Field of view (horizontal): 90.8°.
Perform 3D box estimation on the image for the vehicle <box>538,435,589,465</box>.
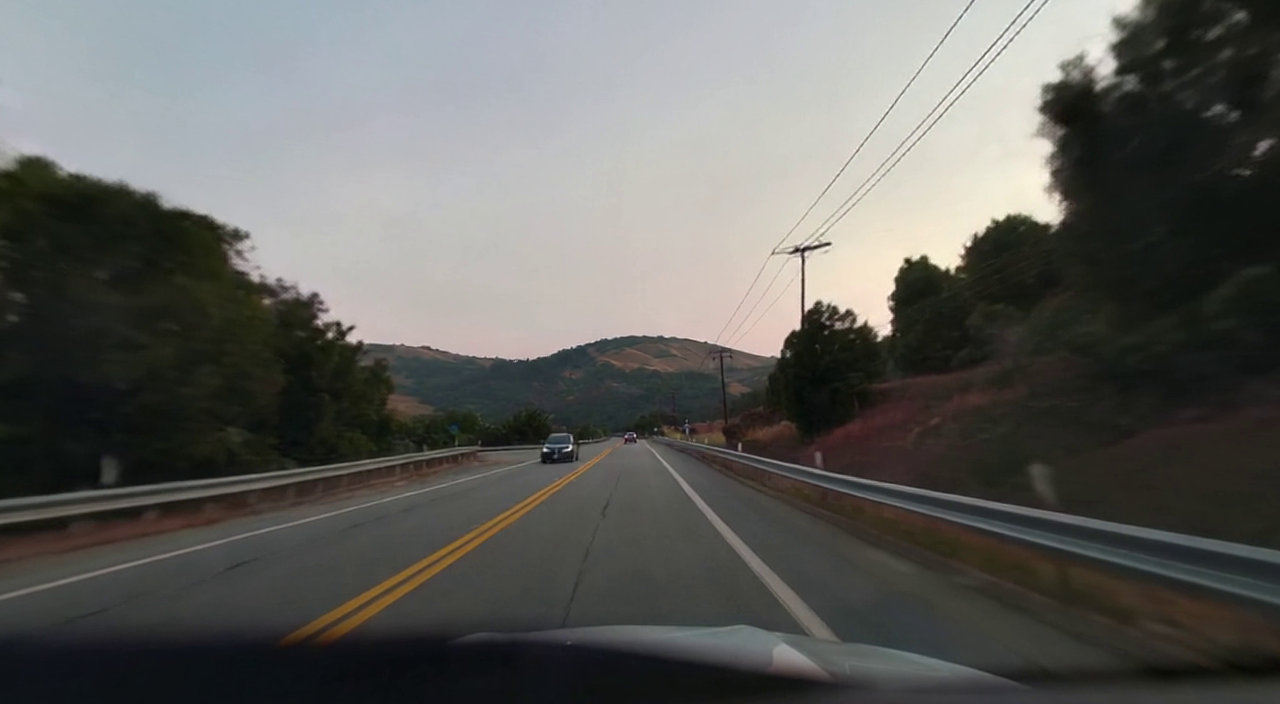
[{"bbox_3d":[-4.025,5.237,33.813,2.074,1.472,4.658,0,-8,1],"label":"vehicle"}]
